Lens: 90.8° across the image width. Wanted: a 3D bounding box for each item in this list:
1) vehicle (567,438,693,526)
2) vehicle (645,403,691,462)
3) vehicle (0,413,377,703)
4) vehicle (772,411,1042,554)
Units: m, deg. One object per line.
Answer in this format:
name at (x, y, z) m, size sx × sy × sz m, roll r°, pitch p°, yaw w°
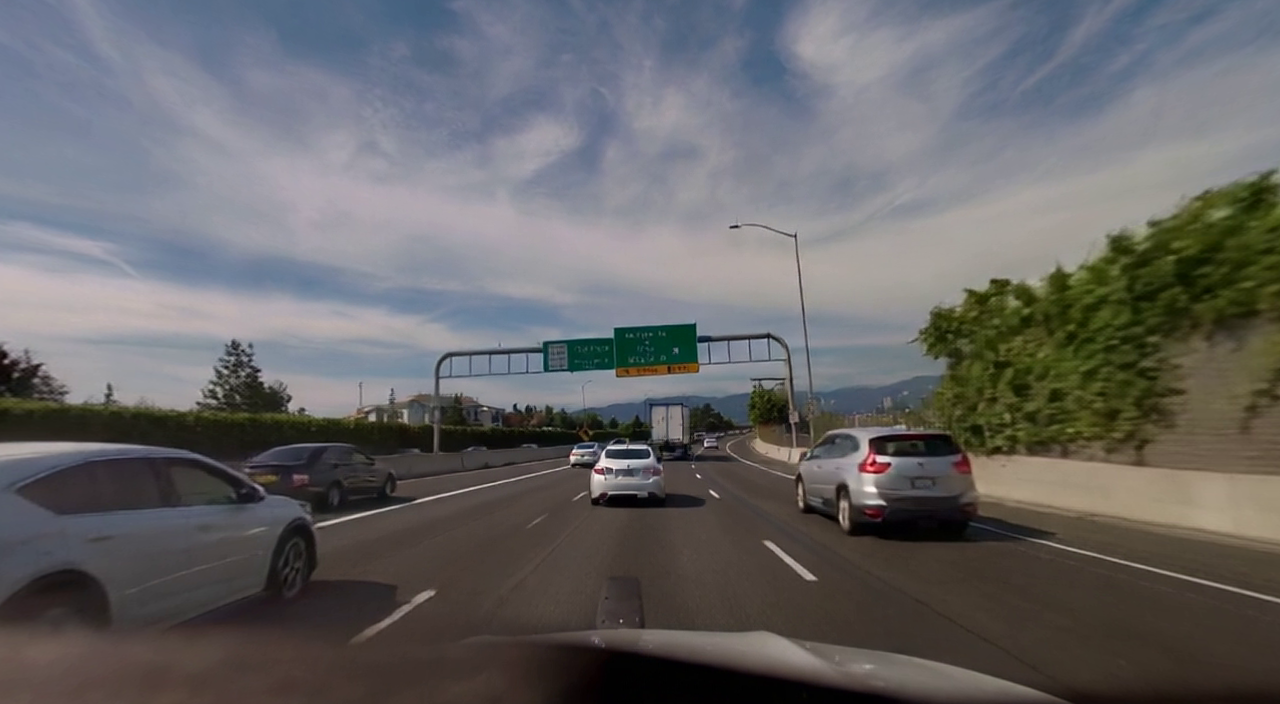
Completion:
vehicle at (-0.145, 2.520, 12.785) m, size 2.136 × 1.470 × 3.971 m, roll -1°, pitch -9°, yaw 1°
vehicle at (2.379, 6.486, 49.963) m, size 2.990 × 4.072 × 10.706 m, roll -1°, pitch -9°, yaw 5°
vehicle at (-3.731, 1.163, 3.676) m, size 2.130 × 1.474 × 5.027 m, roll -1°, pitch -9°, yaw 1°
vehicle at (3.647, 1.901, 9.844) m, size 2.166 × 1.666 × 4.618 m, roll 0°, pitch -9°, yaw 0°
